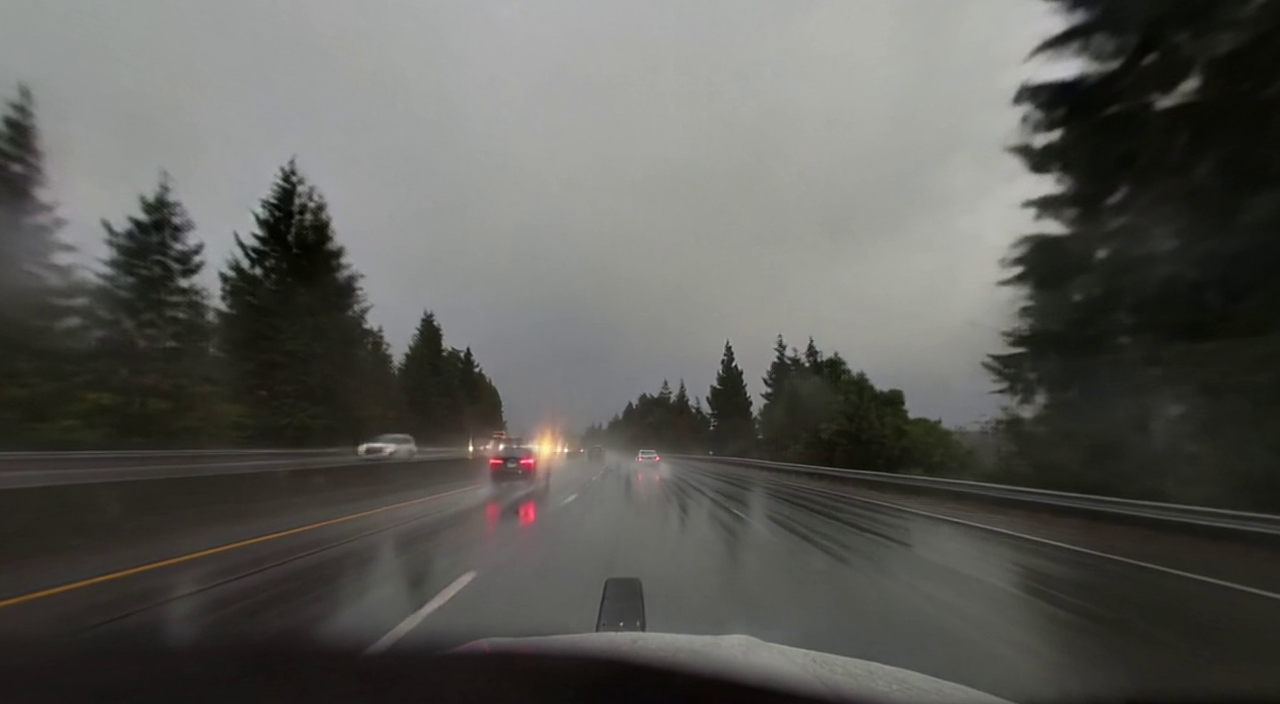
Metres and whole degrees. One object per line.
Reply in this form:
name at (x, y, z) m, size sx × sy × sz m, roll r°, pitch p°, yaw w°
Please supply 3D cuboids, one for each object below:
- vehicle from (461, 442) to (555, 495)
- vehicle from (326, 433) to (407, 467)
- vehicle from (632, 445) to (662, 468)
vehicle at (-4.079, 3.661, 20.266) m, size 2.054 × 1.500 × 4.469 m, roll 0°, pitch -9°, yaw 0°
vehicle at (-13.094, 4.720, 30.574) m, size 1.932 × 1.497 × 4.570 m, roll 0°, pitch -9°, yaw -1°
vehicle at (0.477, 7.435, 45.003) m, size 2.008 × 1.499 × 3.192 m, roll 0°, pitch -9°, yaw -2°
